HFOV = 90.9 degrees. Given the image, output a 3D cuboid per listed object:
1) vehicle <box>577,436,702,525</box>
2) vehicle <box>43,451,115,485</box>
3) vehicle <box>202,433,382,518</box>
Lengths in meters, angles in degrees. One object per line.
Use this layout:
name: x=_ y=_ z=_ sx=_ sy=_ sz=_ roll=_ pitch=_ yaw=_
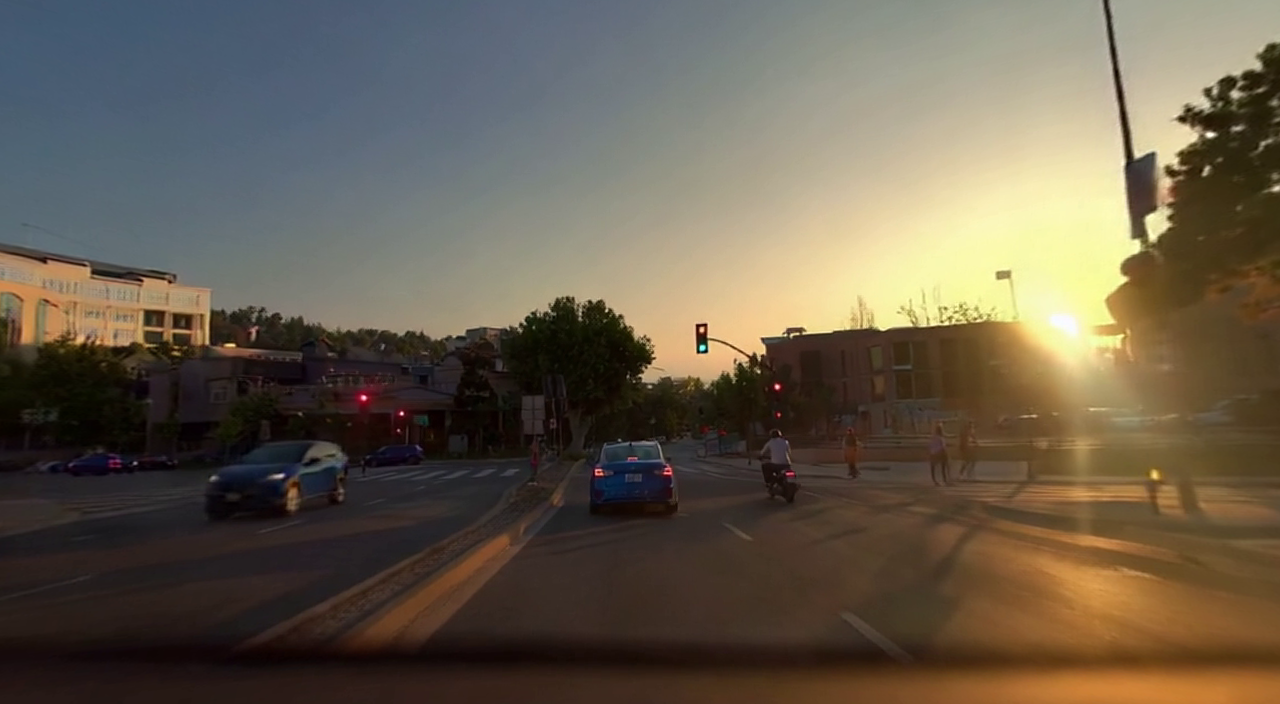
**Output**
vehicle: x=-0.119 y=2.479 z=12.720 sx=2.118 sy=1.480 sz=3.949 roll=0 pitch=-9 yaw=-3
vehicle: x=-32.201 y=6.587 z=36.148 sx=4.653 sy=1.795 sz=2.163 roll=-7 pitch=-11 yaw=38
vehicle: x=-8.053 y=2.864 z=15.146 sx=1.993 sy=1.692 sz=4.226 roll=0 pitch=-9 yaw=-2
